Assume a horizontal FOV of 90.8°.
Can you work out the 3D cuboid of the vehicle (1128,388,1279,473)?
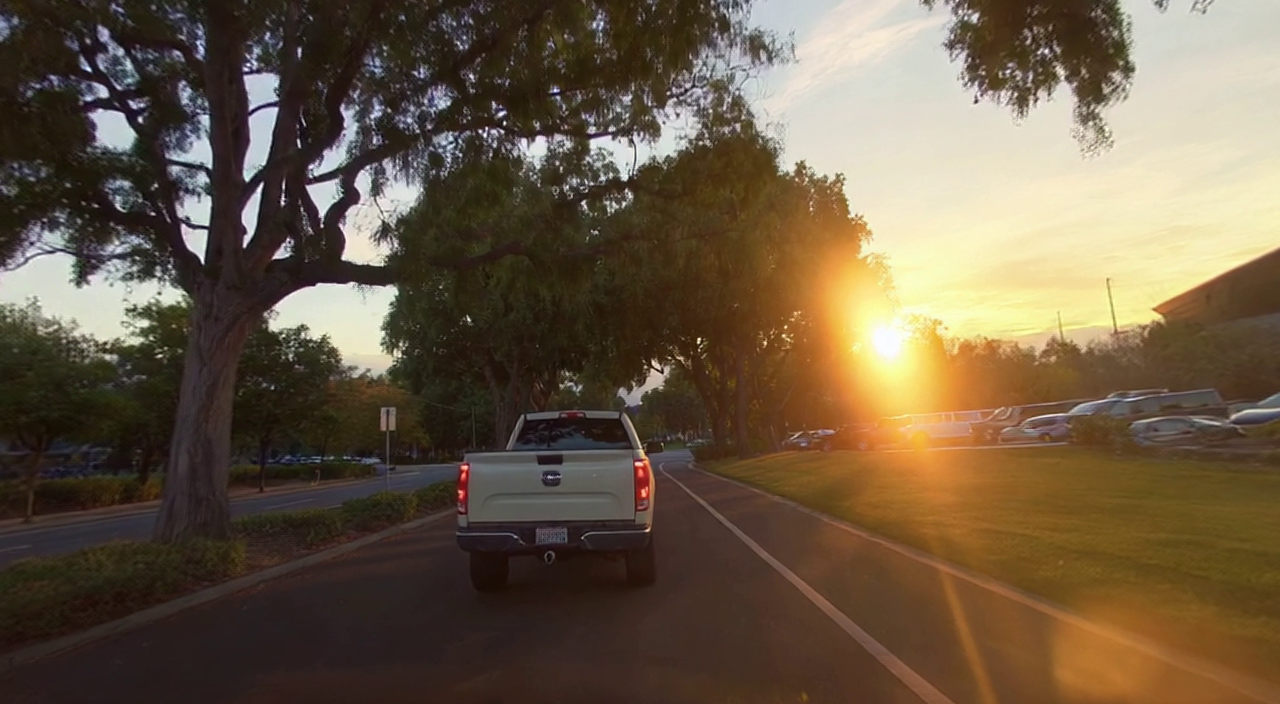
[{"bbox_3d":[11.876,1.422,11.475,4.298,1.392,1.944,-1,-8,2],"label":"vehicle"}]

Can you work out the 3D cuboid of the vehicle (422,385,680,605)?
[{"bbox_3d":[-0.670,1.562,7.874,2.157,1.816,5.039,0,-8,2],"label":"vehicle"}]
